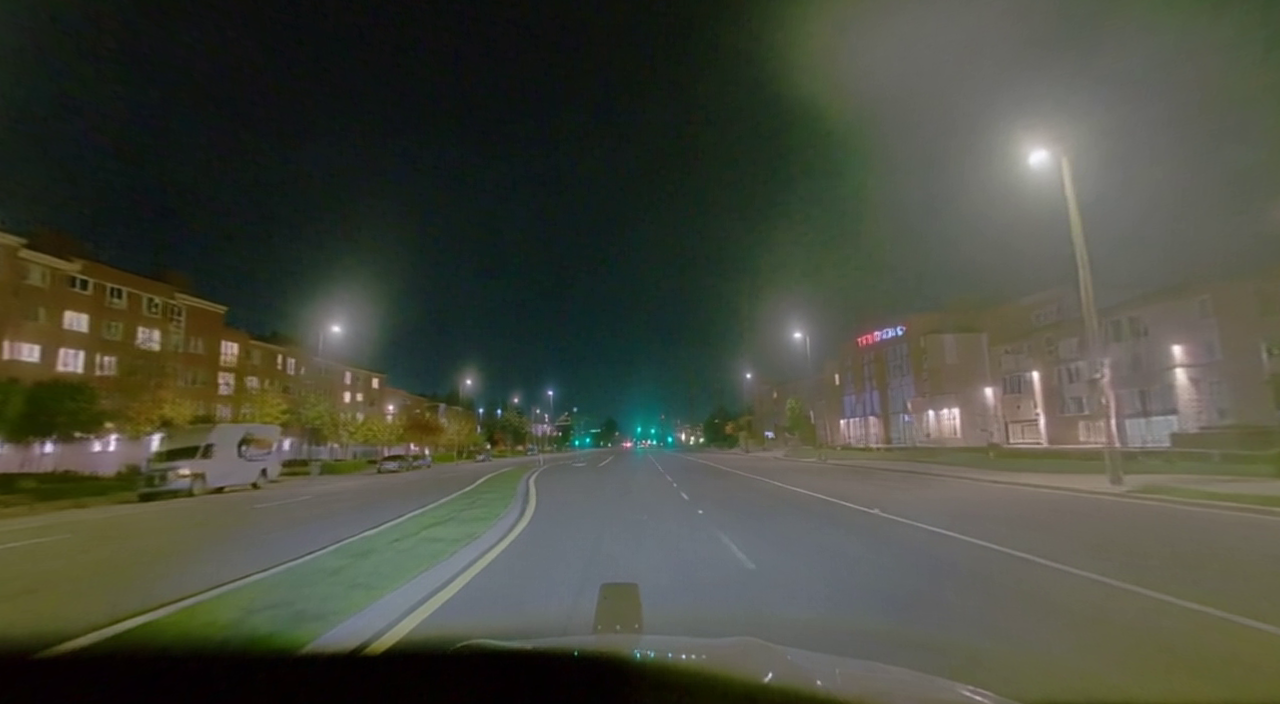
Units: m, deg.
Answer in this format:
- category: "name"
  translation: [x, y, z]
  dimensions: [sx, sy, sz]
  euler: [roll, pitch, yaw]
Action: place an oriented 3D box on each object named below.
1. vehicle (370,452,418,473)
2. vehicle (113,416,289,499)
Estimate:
- category: "vehicle"
  translation: [-19.249, 8.654, 49.680]
  dimensions: [1.925, 1.485, 4.821]
  euler: [0, -9, -1]
- category: "vehicle"
  translation: [-19.322, 4.684, 28.473]
  dimensions: [2.834, 3.225, 6.752]
  euler: [-1, -8, 2]
